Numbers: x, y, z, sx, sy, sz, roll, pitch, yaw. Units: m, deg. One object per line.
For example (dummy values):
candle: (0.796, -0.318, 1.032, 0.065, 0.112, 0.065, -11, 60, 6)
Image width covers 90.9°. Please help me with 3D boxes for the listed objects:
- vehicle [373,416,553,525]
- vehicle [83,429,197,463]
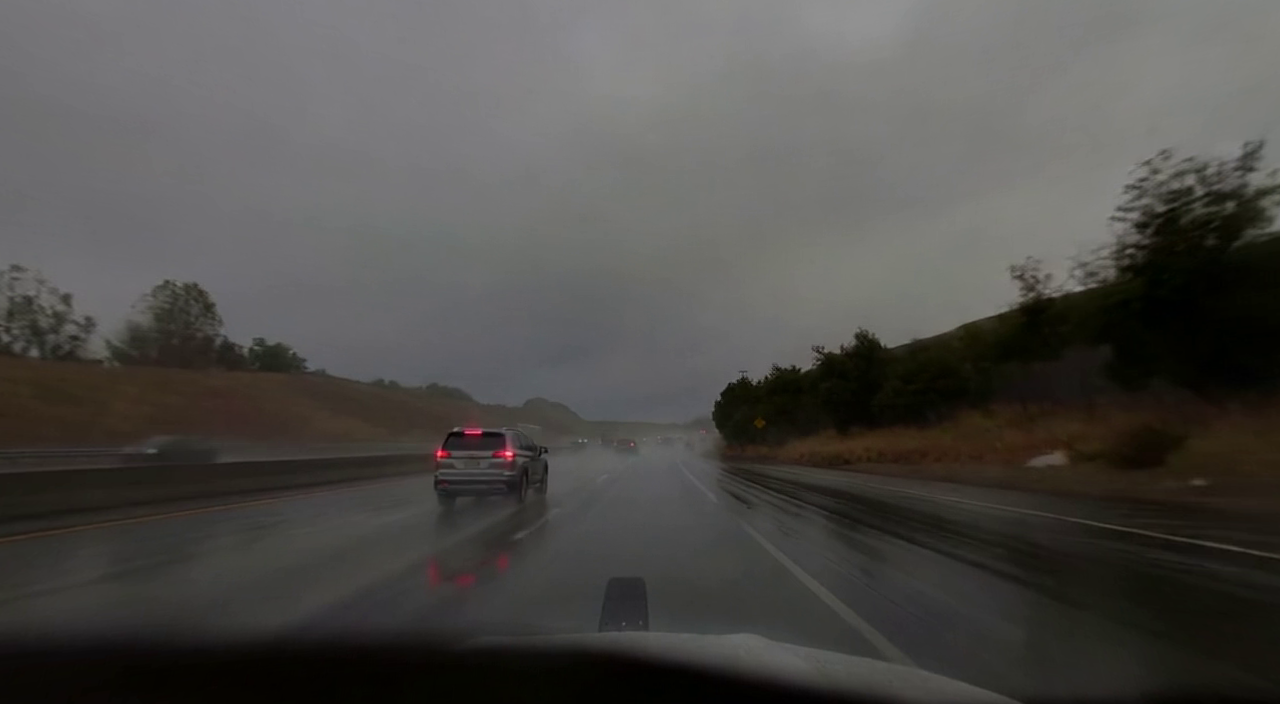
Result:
vehicle: (-3.386, 2.402, 13.301, 2.218, 1.848, 4.789, 0, -9, 2)
vehicle: (-24.695, 4.695, 31.394, 1.835, 1.543, 4.618, 0, -9, 1)
